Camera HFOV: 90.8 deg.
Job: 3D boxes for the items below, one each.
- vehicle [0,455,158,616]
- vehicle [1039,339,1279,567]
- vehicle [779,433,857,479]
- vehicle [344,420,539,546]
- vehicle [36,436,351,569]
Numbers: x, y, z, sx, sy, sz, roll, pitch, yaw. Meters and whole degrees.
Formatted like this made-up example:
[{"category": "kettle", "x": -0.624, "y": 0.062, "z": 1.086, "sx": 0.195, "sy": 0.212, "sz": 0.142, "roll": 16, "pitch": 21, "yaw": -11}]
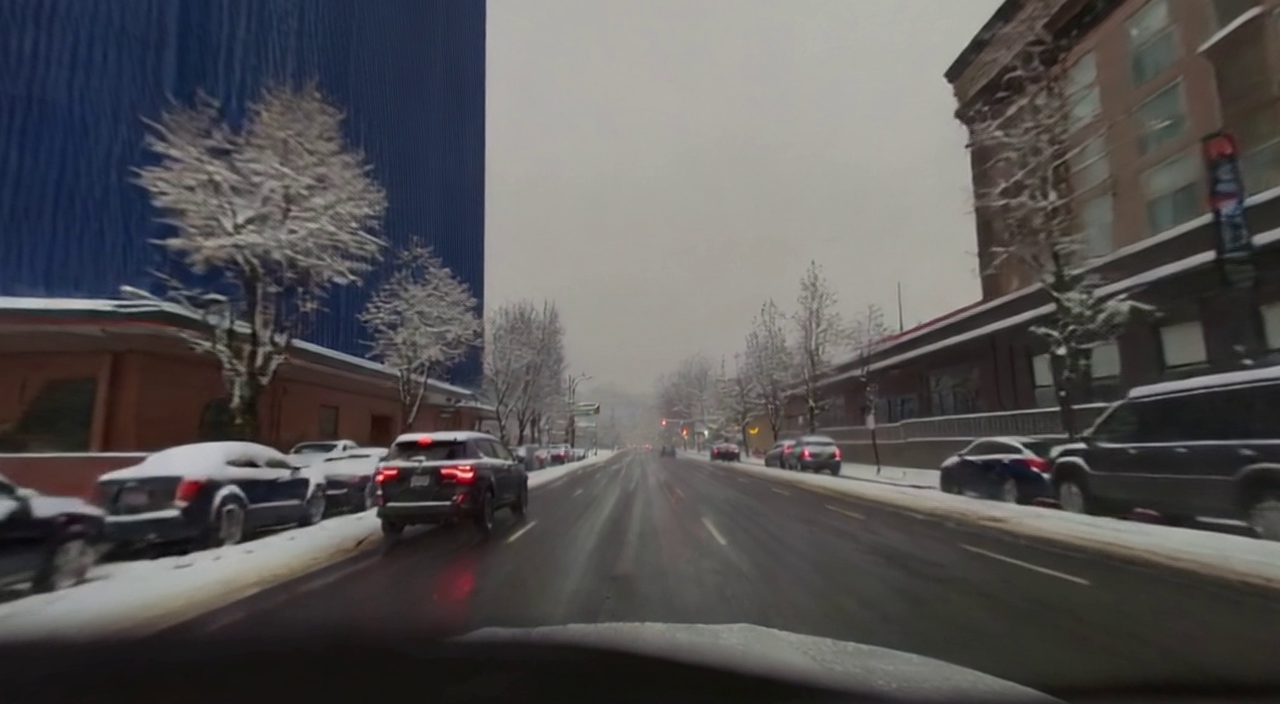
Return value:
[{"category": "vehicle", "x": -6.902, "y": 1.698, "z": 5.623, "sx": 1.806, "sy": 1.466, "sz": 4.373, "roll": -1, "pitch": -9, "yaw": -1}, {"category": "vehicle", "x": 9.114, "y": 1.519, "z": 9.626, "sx": 2.285, "sy": 2.778, "sz": 5.847, "roll": -1, "pitch": -9, "yaw": 2}, {"category": "vehicle", "x": 9.050, "y": 5.375, "z": 32.753, "sx": 2.249, "sy": 2.117, "sz": 5.743, "roll": -1, "pitch": -9, "yaw": 0}, {"category": "vehicle", "x": -3.181, "y": 2.204, "z": 11.244, "sx": 2.002, "sy": 1.756, "sz": 4.366, "roll": -1, "pitch": -9, "yaw": 1}, {"category": "vehicle", "x": -7.066, "y": 2.373, "z": 10.910, "sx": 1.860, "sy": 1.723, "sz": 4.950, "roll": -1, "pitch": -9, "yaw": -1}]
